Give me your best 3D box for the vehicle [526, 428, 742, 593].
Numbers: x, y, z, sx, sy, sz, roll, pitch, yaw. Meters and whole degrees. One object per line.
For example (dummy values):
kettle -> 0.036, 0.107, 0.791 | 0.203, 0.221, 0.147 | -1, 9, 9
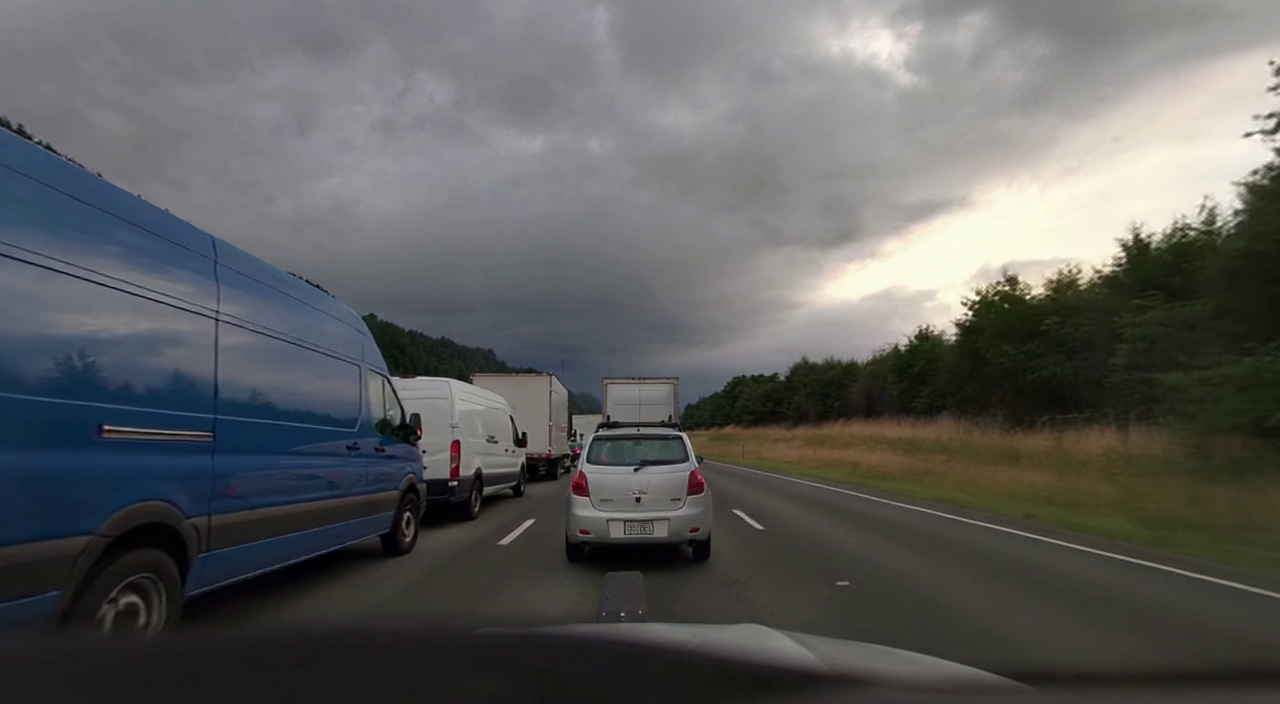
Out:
vehicle -> -0.096, 1.734, 7.607 | 1.995, 1.495, 3.380 | 0, -9, -1

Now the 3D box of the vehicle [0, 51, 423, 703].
vehicle -> -4.031, 0.528, 5.258 | 2.254, 2.879, 6.656 | 0, -9, -2
